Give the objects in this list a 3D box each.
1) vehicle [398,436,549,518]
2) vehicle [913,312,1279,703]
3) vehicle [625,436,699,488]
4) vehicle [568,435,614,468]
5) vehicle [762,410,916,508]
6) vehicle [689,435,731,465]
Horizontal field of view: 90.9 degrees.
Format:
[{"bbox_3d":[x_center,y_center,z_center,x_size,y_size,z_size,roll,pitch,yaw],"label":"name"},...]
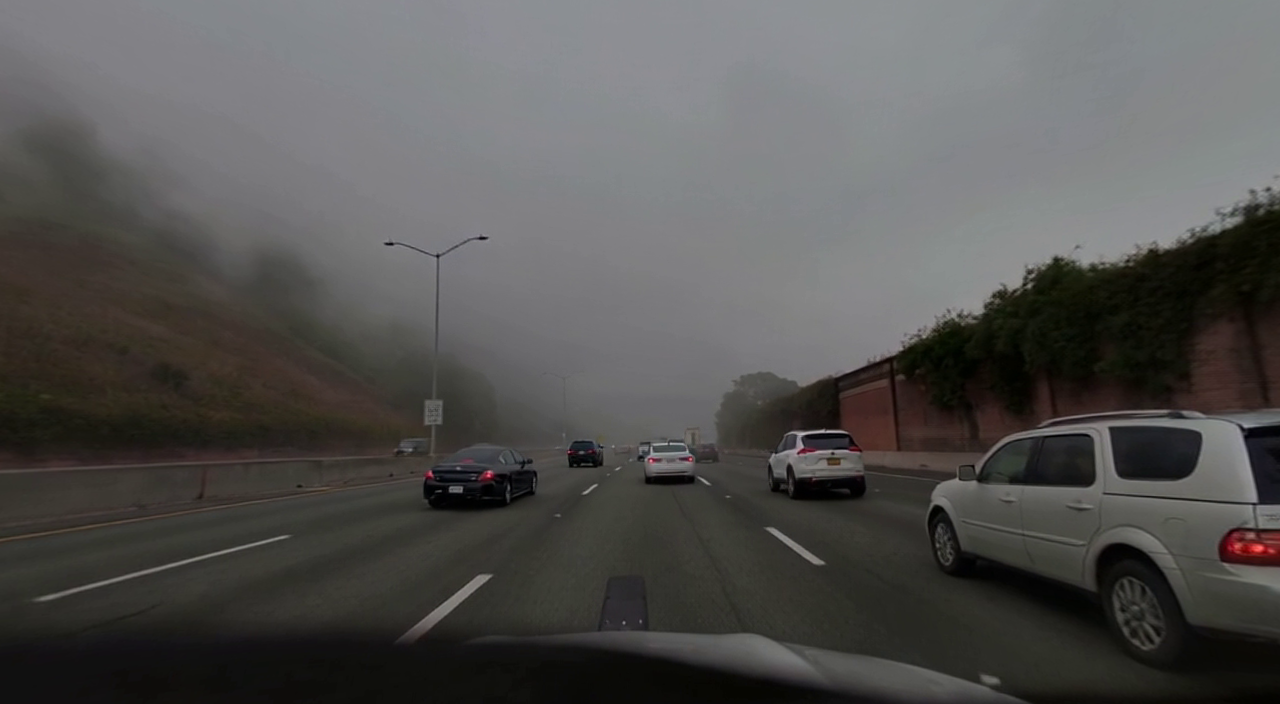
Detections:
[{"bbox_3d":[-3.293,2.558,13.509,1.961,1.456,4.362,0,-8,1],"label":"vehicle"},{"bbox_3d":[3.759,0.961,4.187,1.930,1.831,4.344,0,-8,0],"label":"vehicle"},{"bbox_3d":[0.620,3.452,20.127,2.105,1.471,3.978,0,-8,0],"label":"vehicle"},{"bbox_3d":[-2.784,5.761,36.836,2.154,1.793,4.736,0,-8,2],"label":"vehicle"},{"bbox_3d":[4.289,2.400,14.484,1.970,1.872,4.575,0,-8,-1],"label":"vehicle"},{"bbox_3d":[3.817,5.440,35.144,1.855,1.513,3.915,0,-8,0],"label":"vehicle"}]
